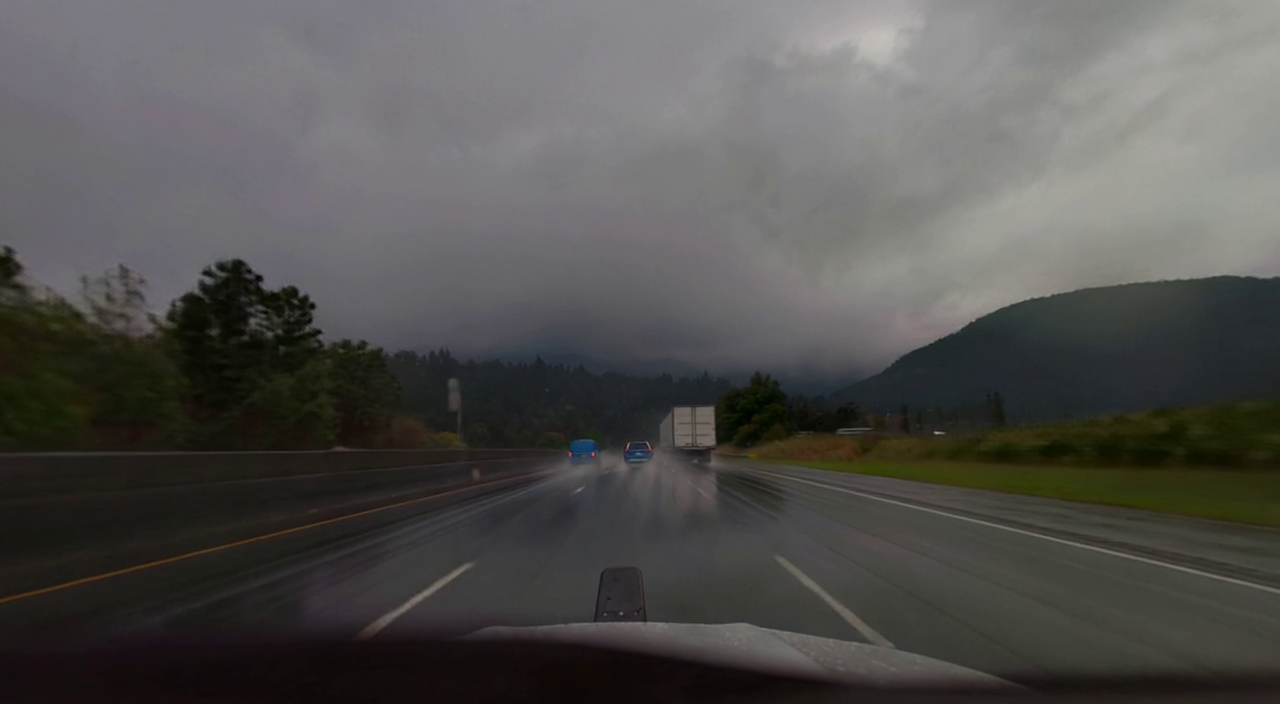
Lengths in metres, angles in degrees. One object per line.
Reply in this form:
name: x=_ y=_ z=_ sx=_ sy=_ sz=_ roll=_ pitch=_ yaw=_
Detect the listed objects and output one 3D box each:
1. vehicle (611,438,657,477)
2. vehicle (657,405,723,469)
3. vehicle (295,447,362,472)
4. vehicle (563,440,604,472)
vehicle: x=-0.285 y=5.374 z=32.194 sx=2.209 sy=1.825 sz=4.036 roll=0 pitch=-9 yaw=0
vehicle: x=3.380 y=6.710 z=48.406 sx=3.468 sy=4.030 sz=16.902 roll=0 pitch=-9 yaw=-1
vehicle: x=-19.158 y=6.621 z=39.008 sx=1.932 sy=1.459 sz=4.178 roll=-1 pitch=-9 yaw=1
vehicle: x=-3.659 y=6.886 z=41.833 sx=2.167 sy=1.991 sz=5.062 roll=-1 pitch=-9 yaw=1
